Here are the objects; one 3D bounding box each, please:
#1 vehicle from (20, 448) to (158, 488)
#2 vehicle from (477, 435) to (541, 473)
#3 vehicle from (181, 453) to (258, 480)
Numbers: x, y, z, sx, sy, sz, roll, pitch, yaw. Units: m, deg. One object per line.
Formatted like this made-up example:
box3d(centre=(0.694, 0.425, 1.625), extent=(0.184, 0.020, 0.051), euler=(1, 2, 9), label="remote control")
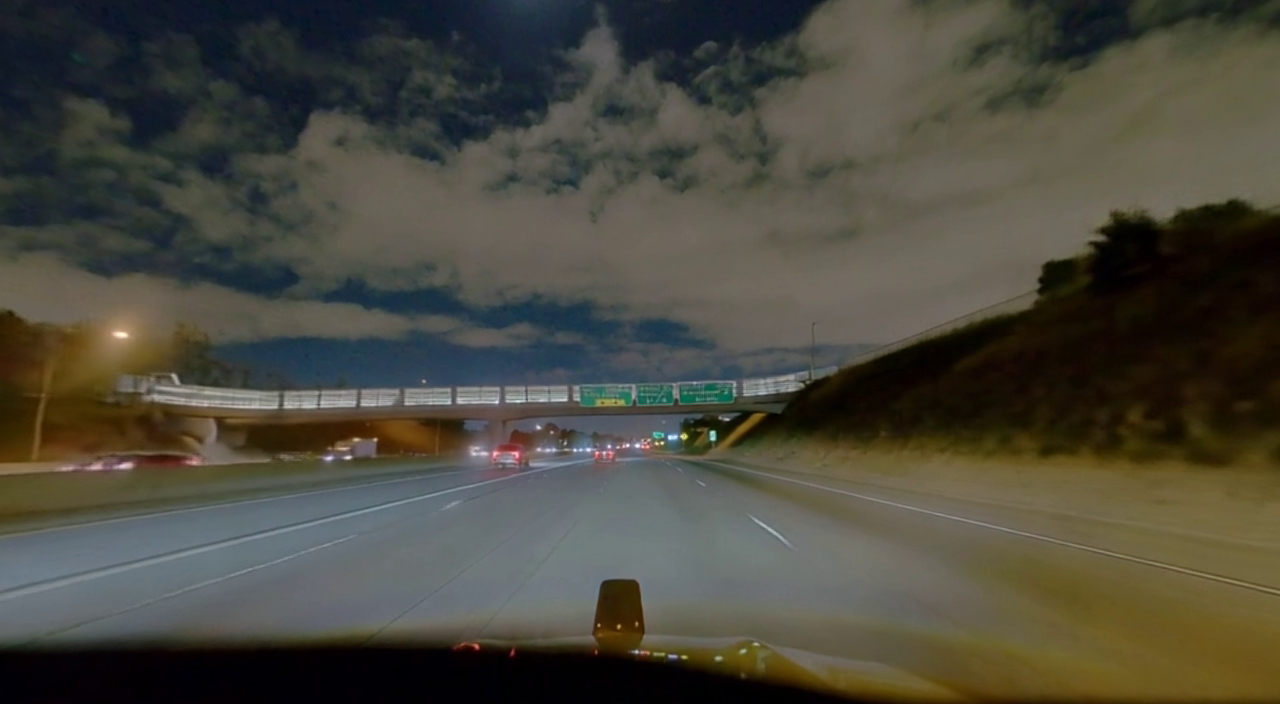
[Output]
box3d(centre=(-26.563, 5.562, 30.668), extent=(2.081, 1.748, 5.102), euler=(0, -9, 0), label="vehicle")
box3d(centre=(-7.326, 5.780, 35.971), extent=(2.341, 1.959, 5.684), euler=(0, -9, 1), label="vehicle")
box3d(centre=(-26.542, 7.214, 39.891), extent=(1.819, 1.521, 4.377), euler=(0, -9, 0), label="vehicle")
